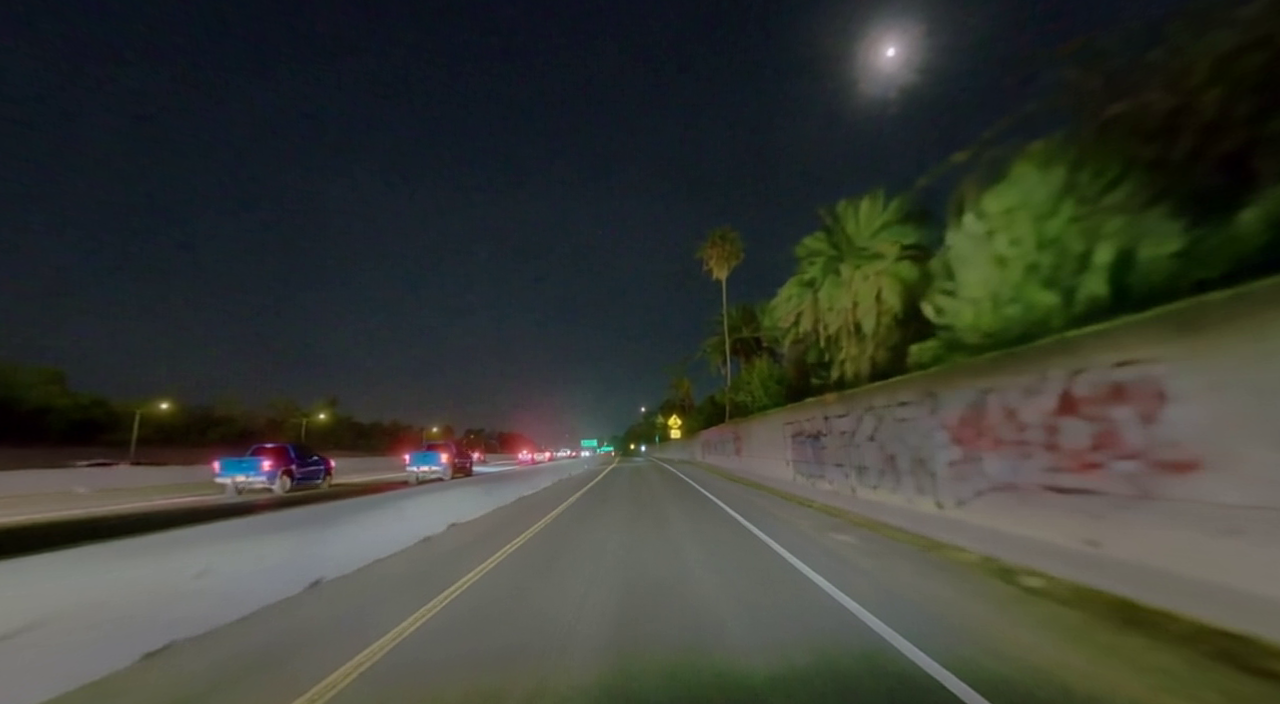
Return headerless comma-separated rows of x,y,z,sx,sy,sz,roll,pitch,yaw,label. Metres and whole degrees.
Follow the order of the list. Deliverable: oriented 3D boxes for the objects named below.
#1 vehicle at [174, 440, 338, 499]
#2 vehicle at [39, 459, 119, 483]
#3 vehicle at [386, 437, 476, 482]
-13.881,4.268,23.457,2.272,1.882,5.941,0,-9,1,vehicle
-39.782,8.397,44.838,1.807,1.531,4.230,0,-9,-1,vehicle
-9.975,5.179,30.719,2.342,1.999,5.594,0,-9,1,vehicle
